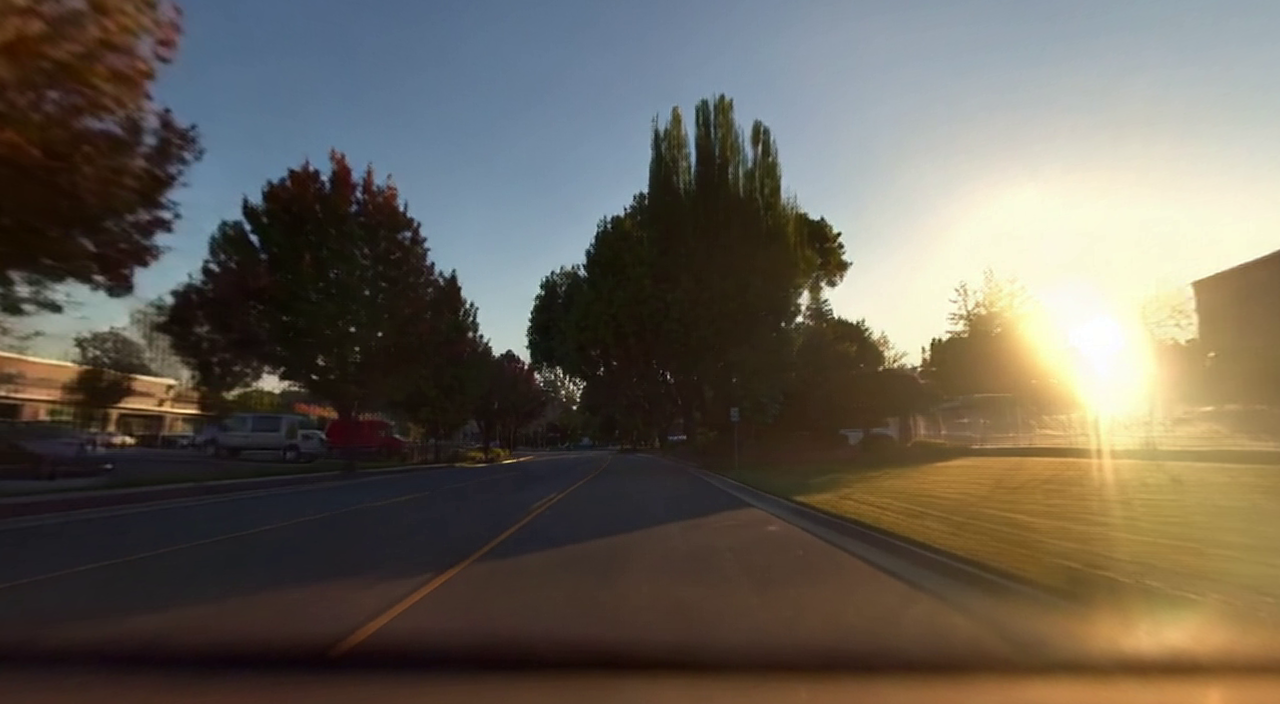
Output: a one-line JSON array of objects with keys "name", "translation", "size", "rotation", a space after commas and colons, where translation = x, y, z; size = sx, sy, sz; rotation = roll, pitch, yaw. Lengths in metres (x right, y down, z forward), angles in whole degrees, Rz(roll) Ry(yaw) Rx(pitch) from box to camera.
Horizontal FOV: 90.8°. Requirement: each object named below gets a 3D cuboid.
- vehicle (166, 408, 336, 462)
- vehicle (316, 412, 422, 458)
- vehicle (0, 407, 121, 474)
[{"name": "vehicle", "translation": [-19.675, 4.271, 32.276], "size": [6.919, 2.613, 2.356], "rotation": [0, -9, -4]}, {"name": "vehicle", "translation": [-19.840, 6.127, 46.542], "size": [6.595, 3.267, 2.535], "rotation": [0, -8, 0]}, {"name": "vehicle", "translation": [-19.340, 2.704, 19.168], "size": [5.109, 1.891, 2.206], "rotation": [0, -9, -1]}]
